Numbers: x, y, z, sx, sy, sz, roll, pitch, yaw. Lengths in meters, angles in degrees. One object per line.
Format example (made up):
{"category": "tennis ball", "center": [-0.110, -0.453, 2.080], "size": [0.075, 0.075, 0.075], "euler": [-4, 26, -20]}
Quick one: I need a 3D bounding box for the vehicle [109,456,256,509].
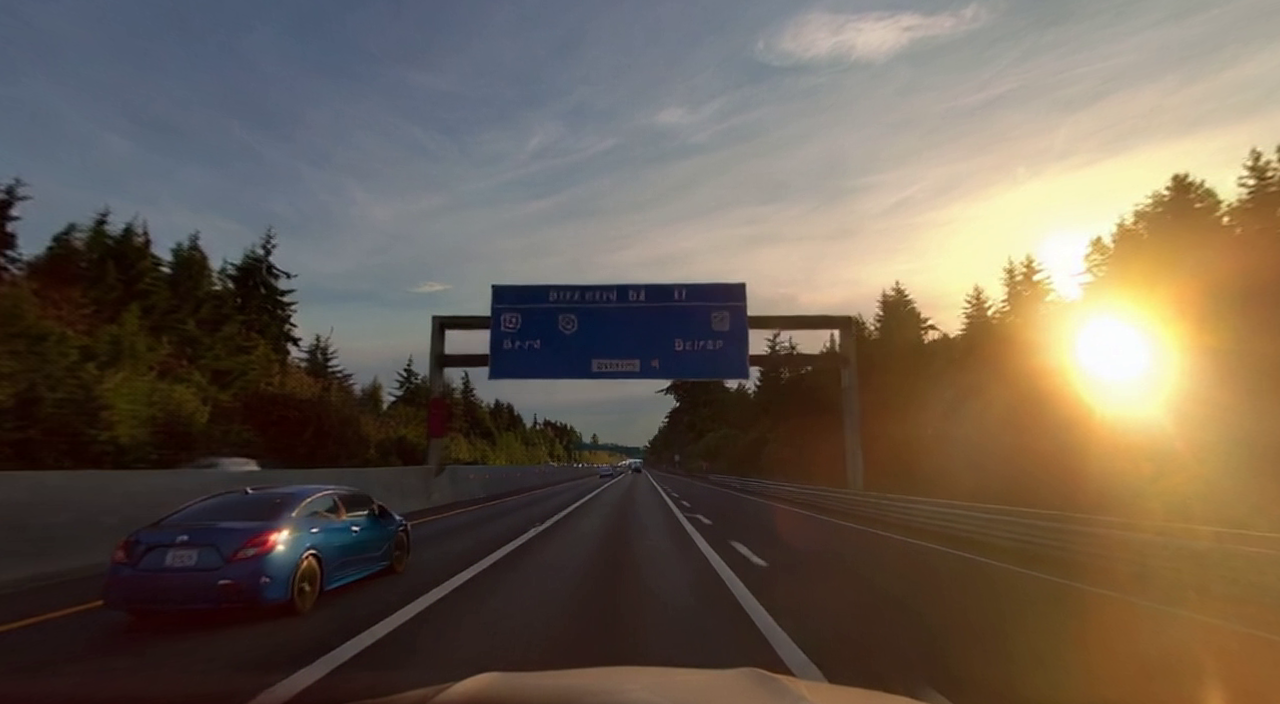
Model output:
{"category": "vehicle", "center": [-16.181, 4.628, 22.636], "size": [1.903, 1.670, 4.377], "euler": [0, -10, 0]}
